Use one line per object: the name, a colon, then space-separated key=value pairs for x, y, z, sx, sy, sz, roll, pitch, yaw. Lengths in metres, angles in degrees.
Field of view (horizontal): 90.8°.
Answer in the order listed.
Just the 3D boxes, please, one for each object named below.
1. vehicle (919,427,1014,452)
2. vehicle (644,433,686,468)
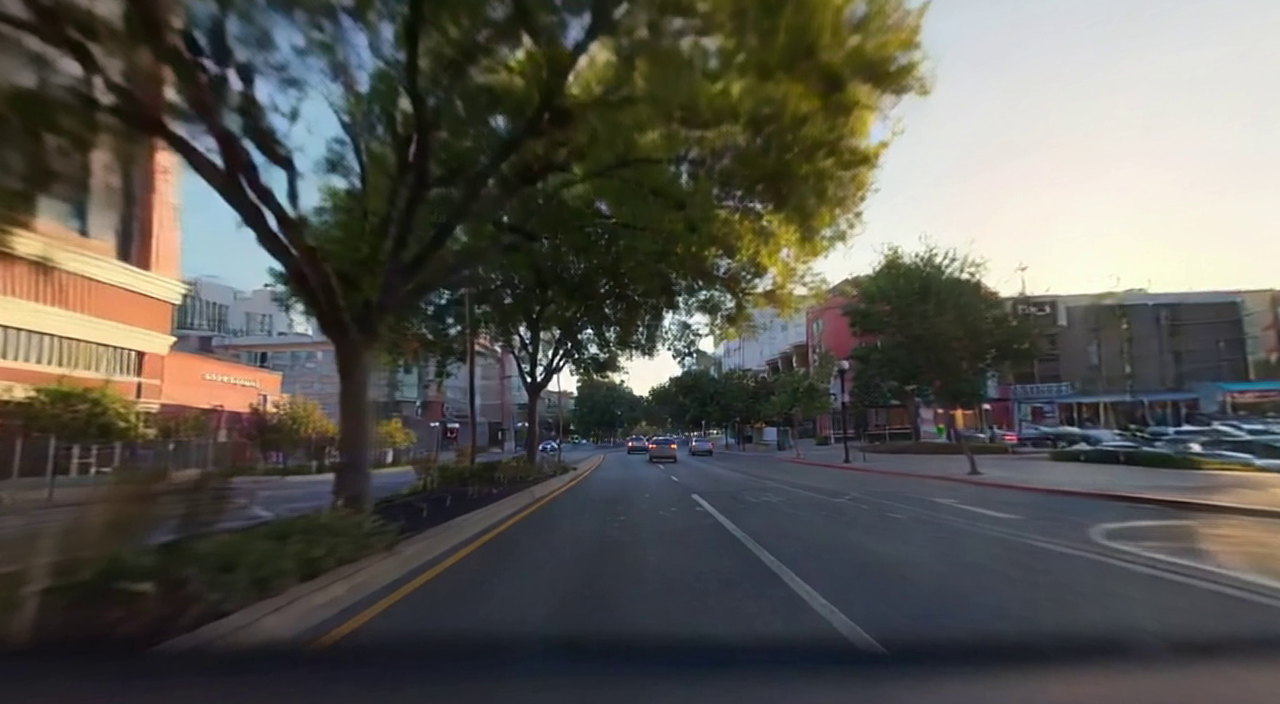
vehicle: x=19.848 y=5.357 z=38.530 sx=4.619 sy=1.447 sz=2.054 roll=0 pitch=-8 yaw=-1
vehicle: x=1.385 y=5.241 z=33.725 sx=2.100 sy=1.683 sz=4.231 roll=-1 pitch=-8 yaw=4
